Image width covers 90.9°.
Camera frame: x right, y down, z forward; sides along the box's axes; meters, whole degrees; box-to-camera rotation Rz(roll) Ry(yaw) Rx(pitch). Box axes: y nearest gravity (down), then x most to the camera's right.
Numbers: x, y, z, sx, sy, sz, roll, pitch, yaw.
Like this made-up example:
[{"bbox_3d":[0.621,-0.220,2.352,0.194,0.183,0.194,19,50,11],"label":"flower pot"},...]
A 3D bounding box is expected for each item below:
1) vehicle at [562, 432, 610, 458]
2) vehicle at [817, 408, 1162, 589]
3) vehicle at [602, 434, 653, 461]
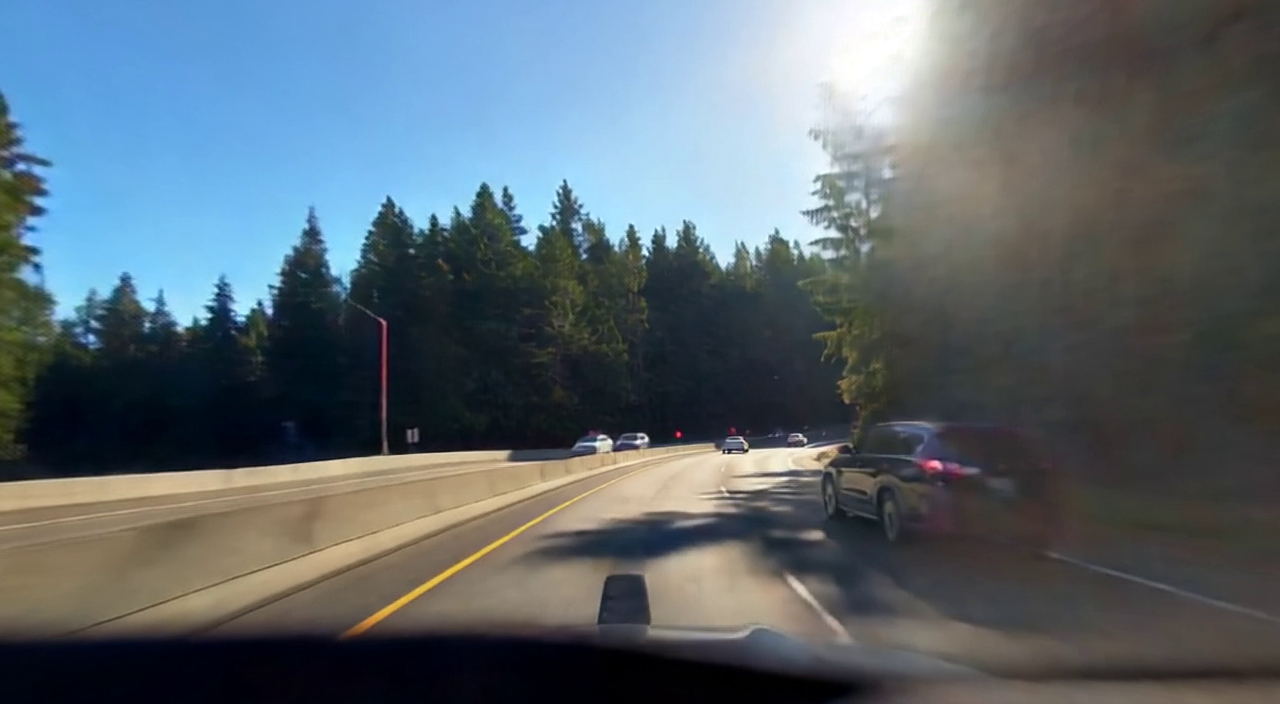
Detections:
[{"bbox_3d":[-3.793,6.663,45.229,2.142,1.731,4.681,-2,-9,13],"label":"vehicle"},{"bbox_3d":[3.955,1.719,8.289,2.112,1.708,4.380,0,-8,2],"label":"vehicle"},{"bbox_3d":[-0.722,6.196,41.075,2.295,1.648,4.689,-2,-9,12],"label":"vehicle"}]
